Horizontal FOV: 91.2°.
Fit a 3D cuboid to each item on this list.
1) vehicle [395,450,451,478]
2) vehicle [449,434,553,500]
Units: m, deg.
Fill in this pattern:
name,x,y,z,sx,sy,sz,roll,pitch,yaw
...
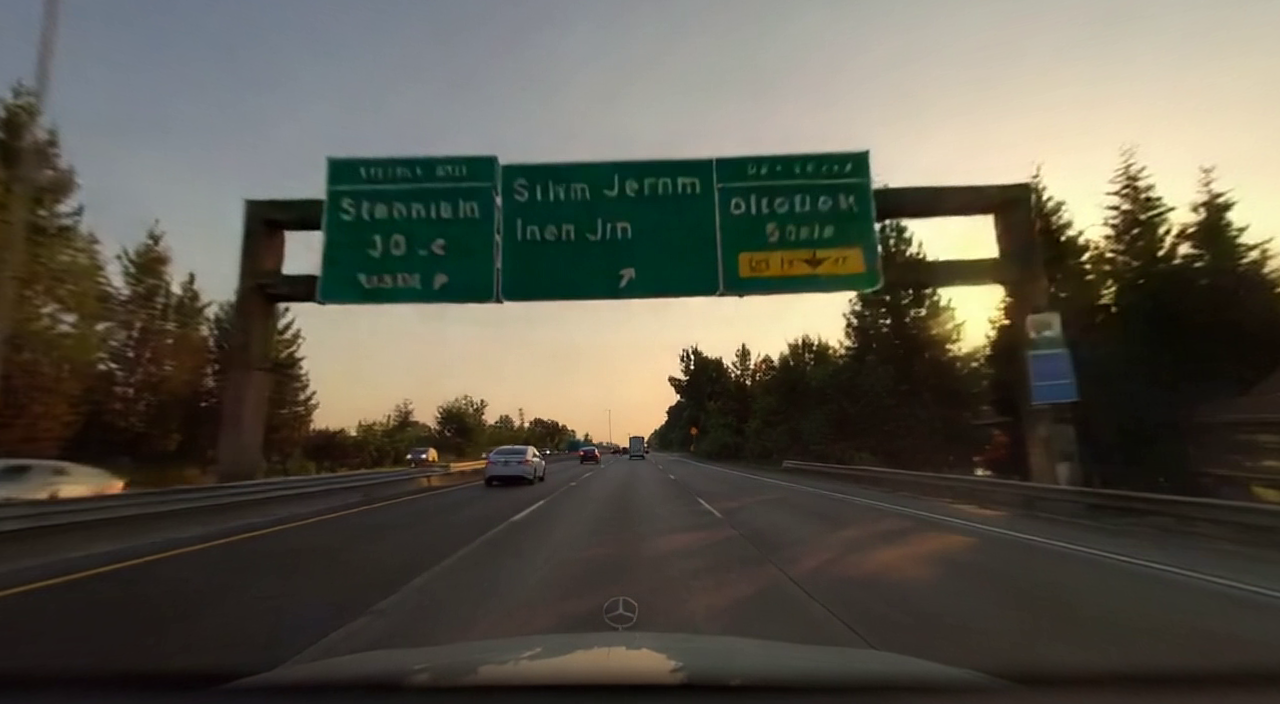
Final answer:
name,x,y,z,sx,sy,sz,roll,pitch,yaw
vehicle,-12.527,6.459,36.404,1.848,1.498,3.906,0,-9,0
vehicle,-3.963,3.366,18.741,2.151,1.693,4.201,0,-9,0
